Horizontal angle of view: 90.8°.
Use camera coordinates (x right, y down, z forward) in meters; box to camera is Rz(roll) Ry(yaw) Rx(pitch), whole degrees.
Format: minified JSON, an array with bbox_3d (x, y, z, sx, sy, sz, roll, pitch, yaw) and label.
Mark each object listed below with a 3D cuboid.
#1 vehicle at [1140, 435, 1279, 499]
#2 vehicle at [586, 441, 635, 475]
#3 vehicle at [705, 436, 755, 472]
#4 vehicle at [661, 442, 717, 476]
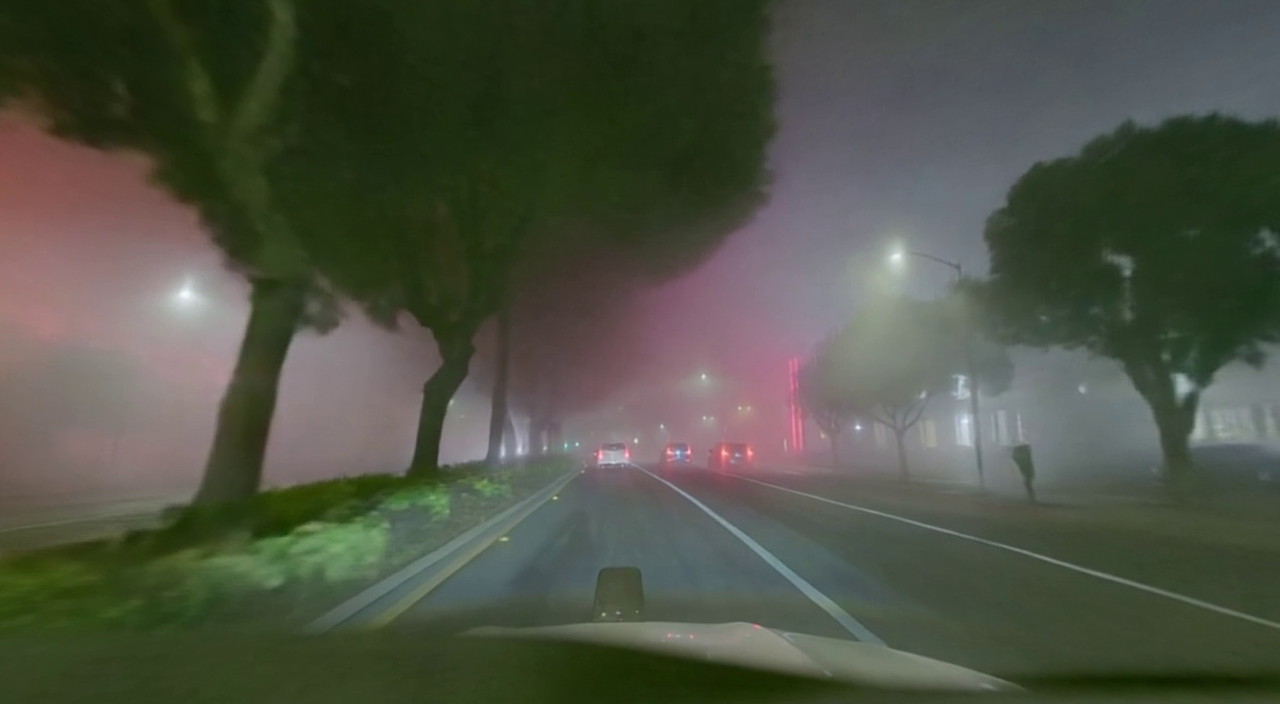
[{"bbox_3d":[20.372,3.796,21.222,2.150,1.966,5.027,3,-9,-23],"label":"vehicle"},{"bbox_3d":[-1.437,4.936,29.590,2.101,1.444,4.248,0,-8,-4],"label":"vehicle"},{"bbox_3d":[5.392,6.183,38.546,2.052,1.990,4.736,0,-8,-4],"label":"vehicle"},{"bbox_3d":[2.305,5.174,30.877,1.993,1.477,4.240,0,-8,-5],"label":"vehicle"}]
